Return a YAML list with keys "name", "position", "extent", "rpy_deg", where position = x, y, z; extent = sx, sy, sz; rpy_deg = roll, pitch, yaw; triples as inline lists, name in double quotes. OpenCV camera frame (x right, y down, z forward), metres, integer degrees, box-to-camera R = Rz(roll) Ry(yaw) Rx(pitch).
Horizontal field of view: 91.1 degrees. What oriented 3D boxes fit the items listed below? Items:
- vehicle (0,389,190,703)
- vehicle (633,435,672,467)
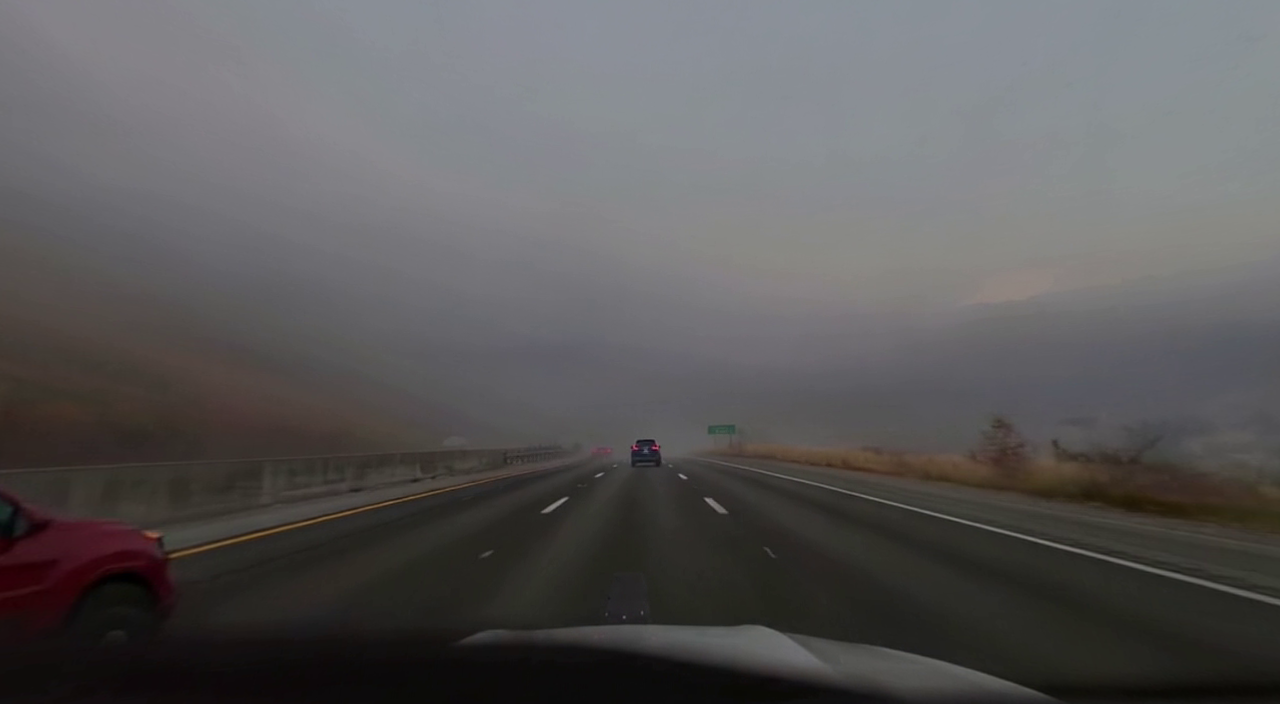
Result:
- name: "vehicle"
  position: [-3.538, 0.755, 1.241]
  extent: [2.044, 1.557, 4.277]
  rpy_deg: [0, -8, 1]
- name: "vehicle"
  position: [0.770, 6.164, 39.283]
  extent: [2.272, 1.836, 4.866]
  rpy_deg: [0, -8, 1]
